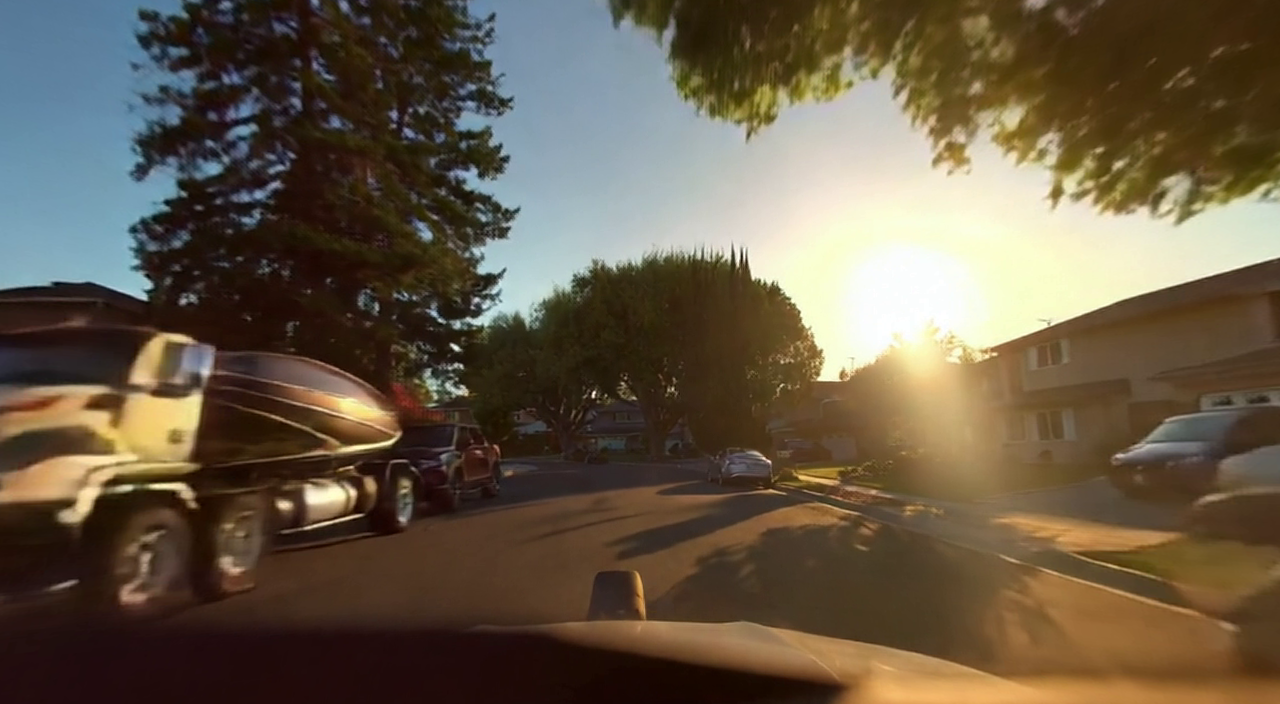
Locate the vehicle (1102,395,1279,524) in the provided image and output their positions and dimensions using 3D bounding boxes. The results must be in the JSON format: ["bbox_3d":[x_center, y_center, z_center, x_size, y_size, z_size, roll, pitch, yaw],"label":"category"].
[{"bbox_3d":[10.776,1.982,11.689,3.470,2.123,1.584,3,-9,-15],"label":"vehicle"}]

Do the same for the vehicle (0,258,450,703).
[{"bbox_3d":[-4.283,1.100,6.151,2.632,2.249,6.179,0,-9,3],"label":"vehicle"}]

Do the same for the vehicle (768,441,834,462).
[{"bbox_3d":[11.647,7.216,45.651,4.252,1.429,1.907,3,-9,-20],"label":"vehicle"}]

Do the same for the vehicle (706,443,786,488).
[{"bbox_3d":[3.827,4.202,23.654,1.998,1.489,4.722,1,-9,-3],"label":"vehicle"}]
